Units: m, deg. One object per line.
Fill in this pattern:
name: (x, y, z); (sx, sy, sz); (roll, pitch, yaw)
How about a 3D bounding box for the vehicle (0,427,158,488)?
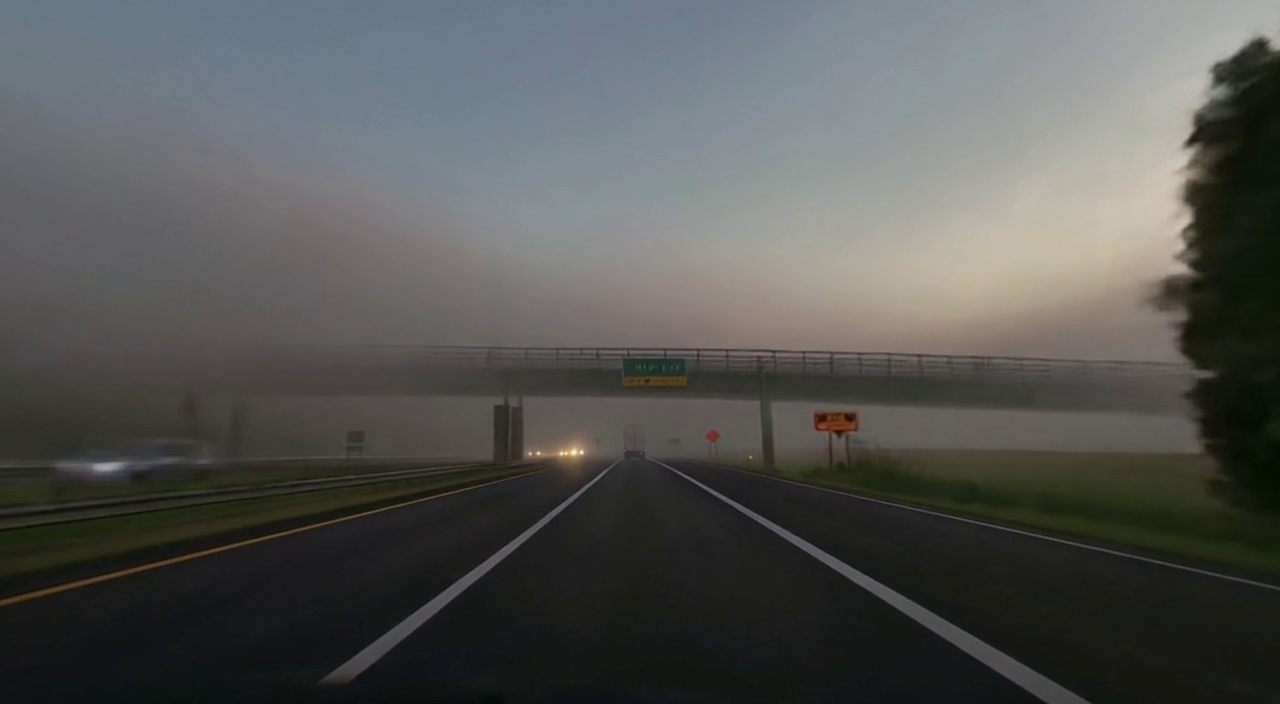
vehicle: (-17.268, 3.209, 19.240); (1.955, 1.598, 4.057); (-2, -9, -1)
